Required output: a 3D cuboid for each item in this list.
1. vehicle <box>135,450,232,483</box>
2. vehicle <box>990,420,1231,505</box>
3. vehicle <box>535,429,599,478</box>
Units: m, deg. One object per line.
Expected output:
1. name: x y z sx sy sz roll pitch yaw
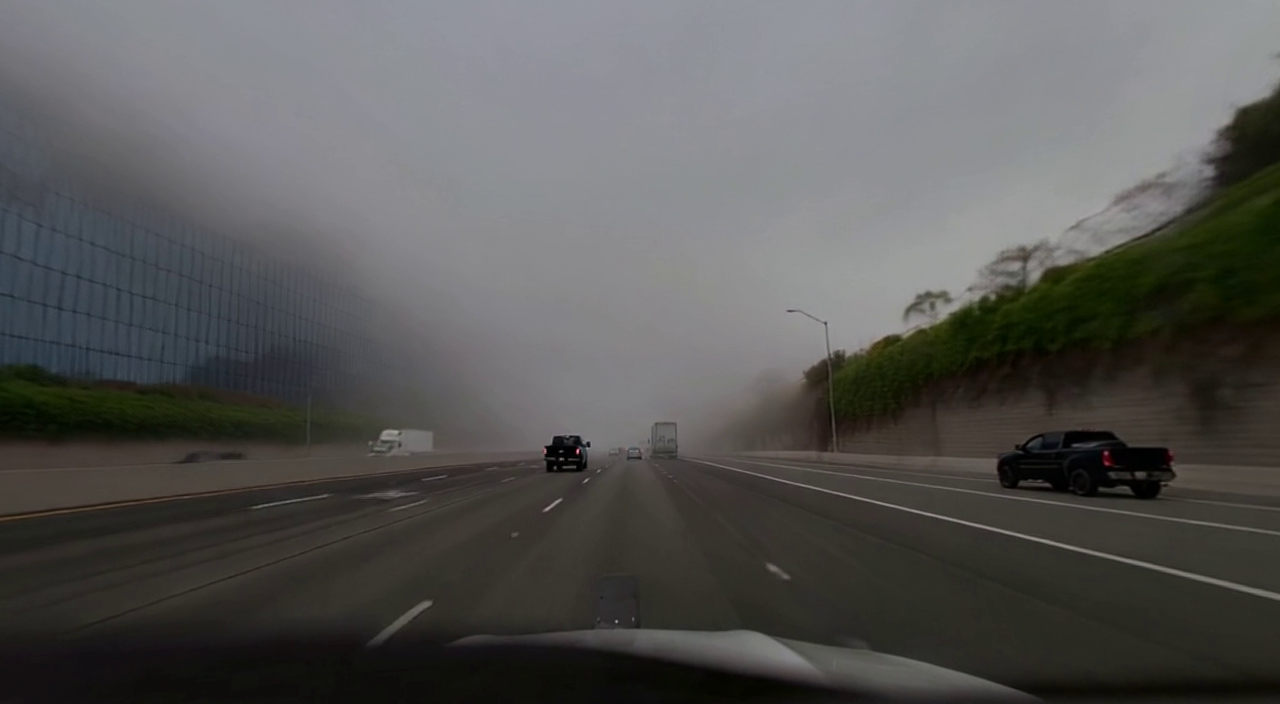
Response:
1. vehicle: -20.266 5.062 28.214 1.645 1.381 3.550 0 -9 0
2. vehicle: 11.439 2.741 16.023 2.089 1.787 5.080 0 -9 -1
3. vehicle: -3.220 4.665 29.242 2.284 2.022 5.752 0 -9 0
